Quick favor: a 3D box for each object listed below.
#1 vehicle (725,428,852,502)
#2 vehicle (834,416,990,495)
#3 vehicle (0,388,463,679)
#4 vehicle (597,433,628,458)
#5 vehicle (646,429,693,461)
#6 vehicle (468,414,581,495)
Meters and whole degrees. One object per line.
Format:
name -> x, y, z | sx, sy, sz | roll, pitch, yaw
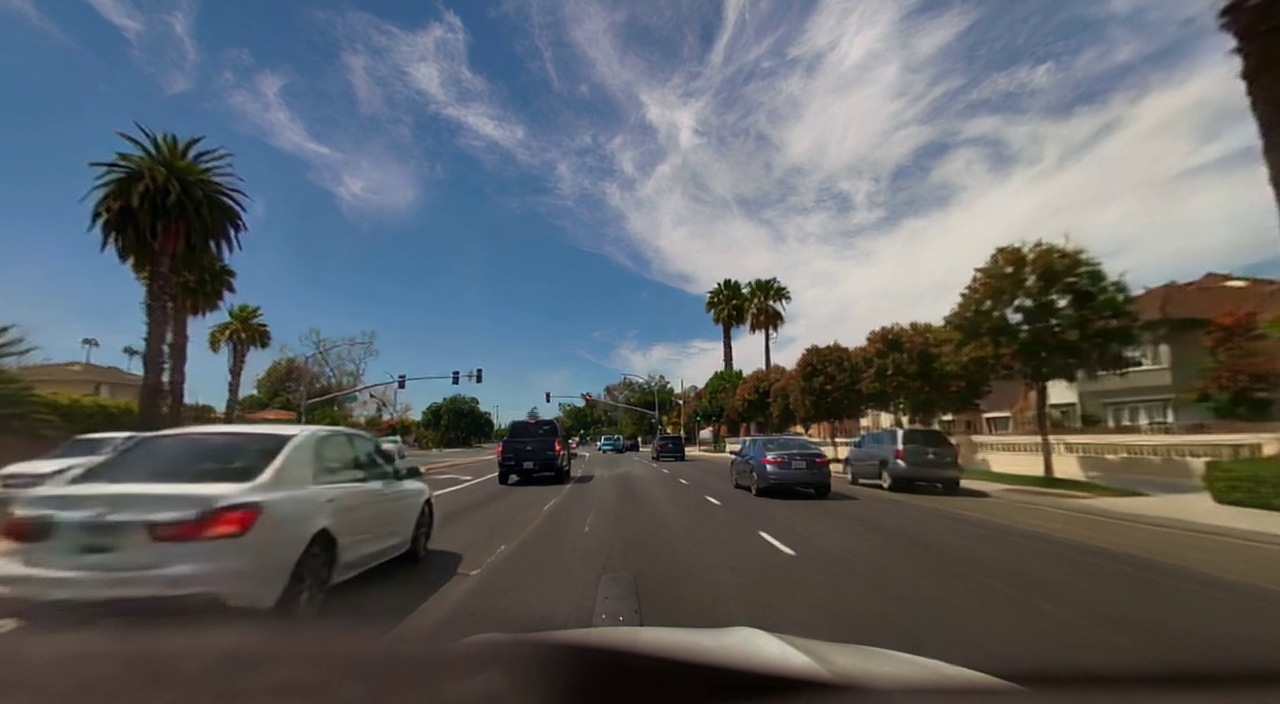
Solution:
vehicle -> 3.327, 2.611, 15.040 | 1.870, 1.491, 4.009 | 0, -8, -3
vehicle -> 6.971, 2.690, 16.796 | 2.011, 1.805, 4.260 | 0, -8, -4
vehicle -> -3.105, 1.283, 5.595 | 1.922, 1.577, 4.140 | 0, -8, -1
vehicle -> -2.172, 7.193, 48.748 | 2.164, 1.867, 4.254 | 1, -8, -6
vehicle -> 1.860, 6.170, 42.111 | 2.391, 1.960, 5.600 | 0, -8, -5
vehicle -> -3.118, 2.950, 18.681 | 2.354, 1.948, 6.355 | 0, -8, -2
